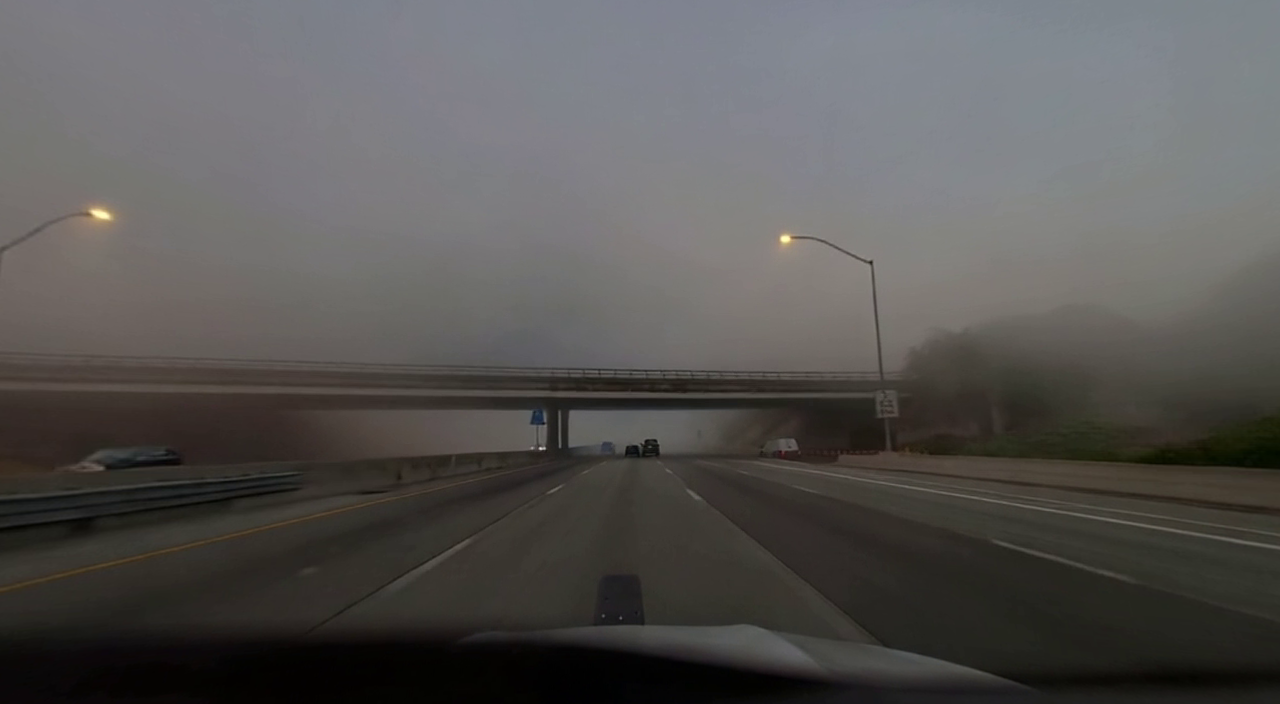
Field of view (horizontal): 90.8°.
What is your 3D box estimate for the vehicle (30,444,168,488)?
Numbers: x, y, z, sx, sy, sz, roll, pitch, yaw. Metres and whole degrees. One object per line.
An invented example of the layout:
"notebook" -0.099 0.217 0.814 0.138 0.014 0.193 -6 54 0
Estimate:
"vehicle" -24.717 5.160 29.152 2.086 1.815 4.806 0 -8 0
